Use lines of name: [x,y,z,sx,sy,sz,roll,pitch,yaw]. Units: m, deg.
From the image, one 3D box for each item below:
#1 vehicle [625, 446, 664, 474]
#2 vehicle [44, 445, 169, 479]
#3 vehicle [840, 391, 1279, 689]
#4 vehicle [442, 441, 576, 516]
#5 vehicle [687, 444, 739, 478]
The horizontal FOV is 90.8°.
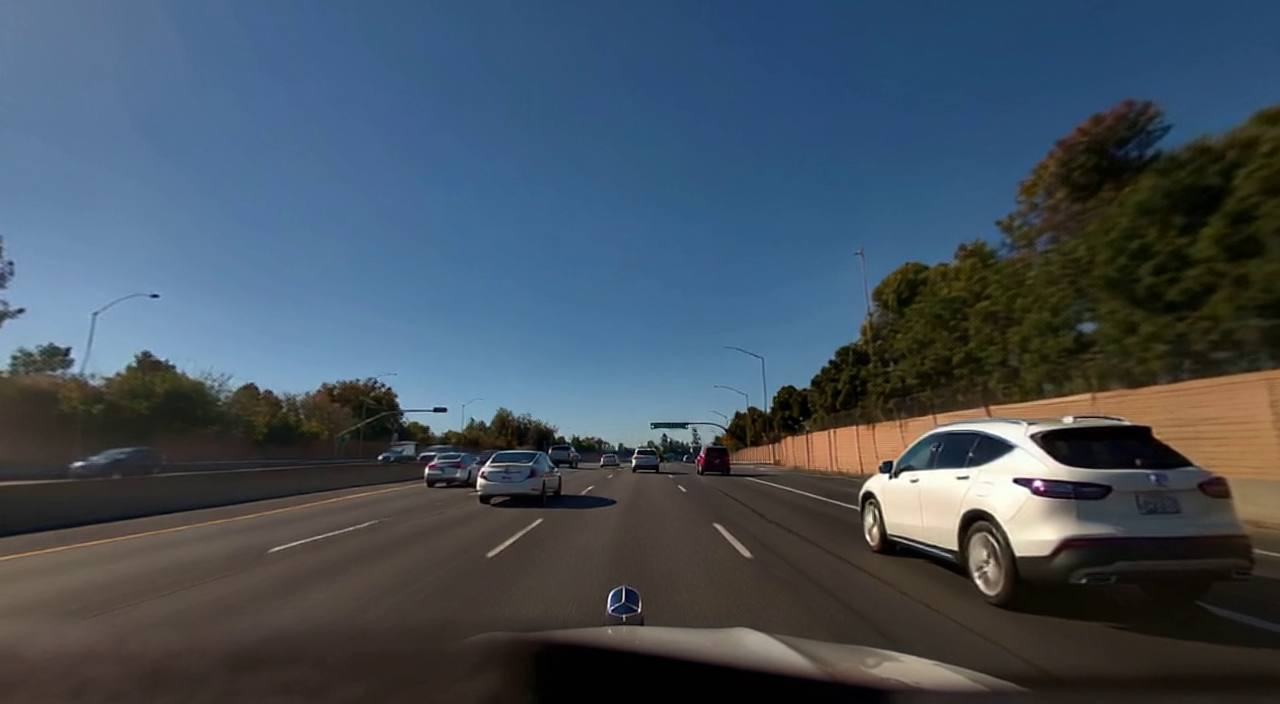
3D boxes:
vehicle: [0.371,6.939,40.871,2.408,1.748,4.217,0,-8,2]
vehicle: [-26.597,5.476,31.685,1.828,1.560,4.372,-3,-9,17]
vehicle: [3.688,1.424,6.012,2.029,1.716,4.545,0,-8,0]
vehicle: [-2.939,2.957,15.414,2.130,1.514,4.766,0,-8,2]
vehicle: [3.935,5.941,34.705,2.320,1.735,4.408,0,-8,0]
